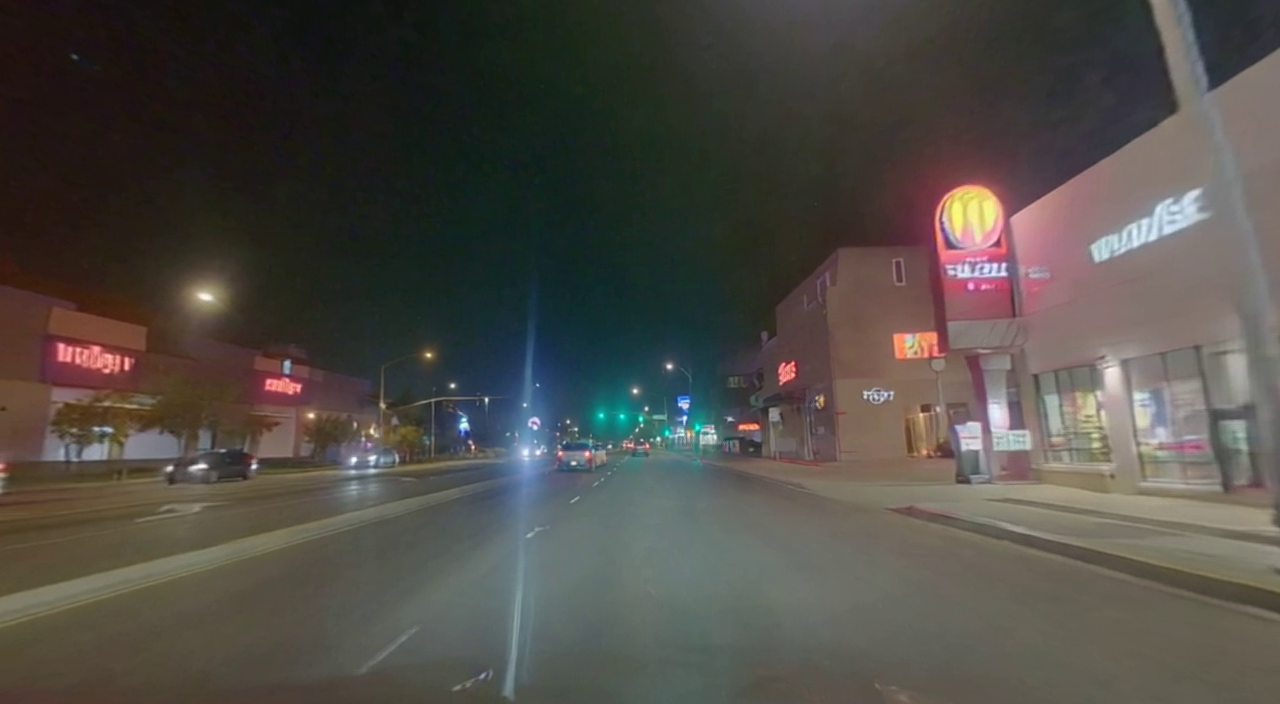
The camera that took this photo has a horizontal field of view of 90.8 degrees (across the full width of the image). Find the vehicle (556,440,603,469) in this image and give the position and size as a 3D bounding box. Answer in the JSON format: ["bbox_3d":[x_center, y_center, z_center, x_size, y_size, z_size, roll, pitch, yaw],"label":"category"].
[{"bbox_3d":[-3.330,5.782,35.713,2.179,1.490,4.742,0,-9,0],"label":"vehicle"}]

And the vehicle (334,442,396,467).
[{"bbox_3d":[-20.786,7.773,48.020,2.211,1.813,4.818,-1,-9,6],"label":"vehicle"}]

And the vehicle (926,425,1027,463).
[{"bbox_3d":[14.718,4.072,28.056,2.036,1.520,5.417,-1,-8,7],"label":"vehicle"}]

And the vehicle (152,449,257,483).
[{"bbox_3d":[-20.671,5.385,30.231,1.818,1.488,4.344,-1,-9,2],"label":"vehicle"}]
